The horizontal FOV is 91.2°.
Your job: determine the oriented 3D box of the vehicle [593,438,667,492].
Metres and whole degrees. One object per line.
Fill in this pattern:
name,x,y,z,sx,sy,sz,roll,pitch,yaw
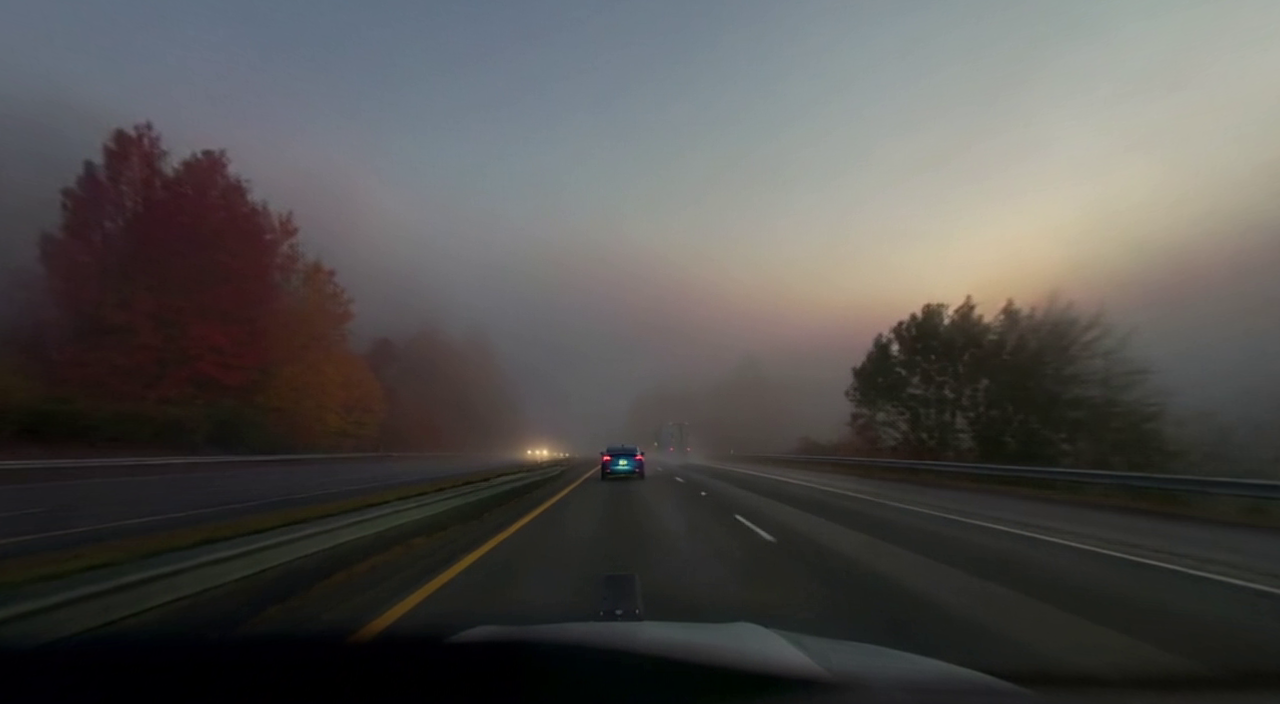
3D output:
vehicle,-0.341,3.538,19.980,2.099,1.506,4.097,0,-9,-1
